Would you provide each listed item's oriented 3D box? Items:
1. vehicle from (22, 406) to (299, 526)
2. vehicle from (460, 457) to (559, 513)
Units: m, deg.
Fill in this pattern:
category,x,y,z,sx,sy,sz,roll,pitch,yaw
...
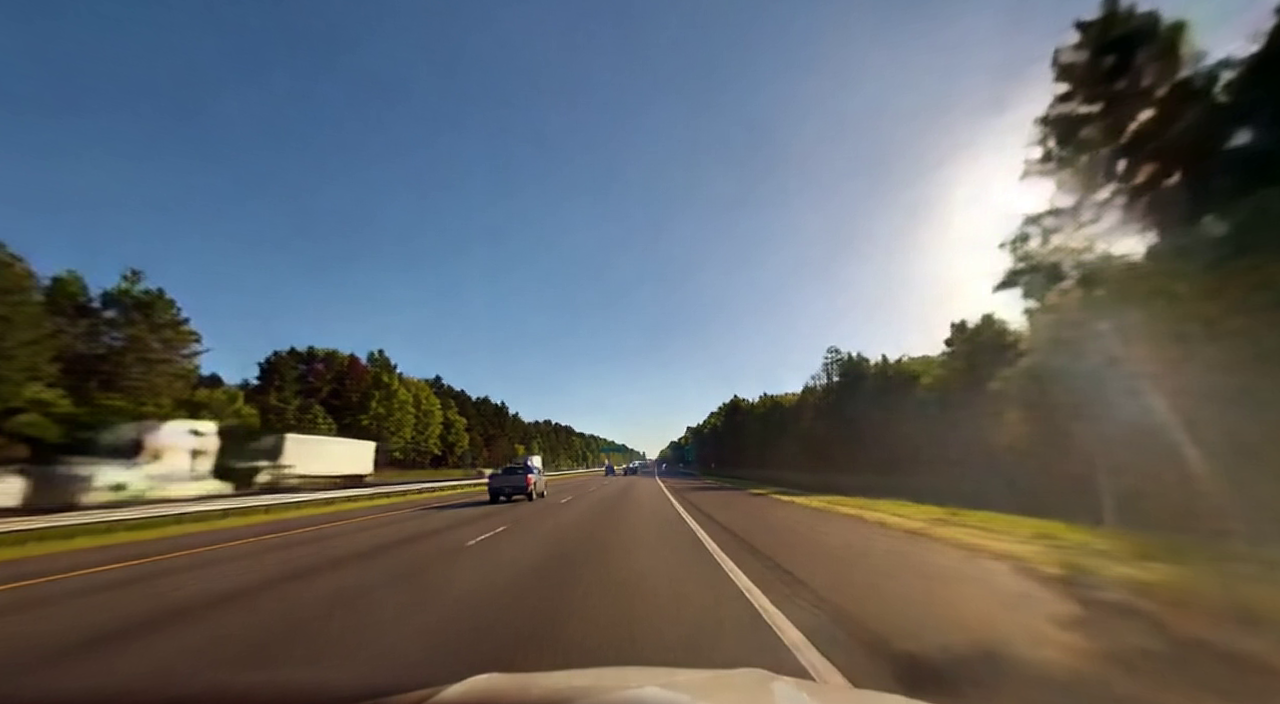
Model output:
category,x,y,z,sx,sy,sz,roll,pitch,yaw
vehicle,-13.336,3.336,18.523,2.639,2.823,6.702,0,-10,1
vehicle,-3.865,4.069,19.568,2.043,1.486,4.442,0,-10,1
